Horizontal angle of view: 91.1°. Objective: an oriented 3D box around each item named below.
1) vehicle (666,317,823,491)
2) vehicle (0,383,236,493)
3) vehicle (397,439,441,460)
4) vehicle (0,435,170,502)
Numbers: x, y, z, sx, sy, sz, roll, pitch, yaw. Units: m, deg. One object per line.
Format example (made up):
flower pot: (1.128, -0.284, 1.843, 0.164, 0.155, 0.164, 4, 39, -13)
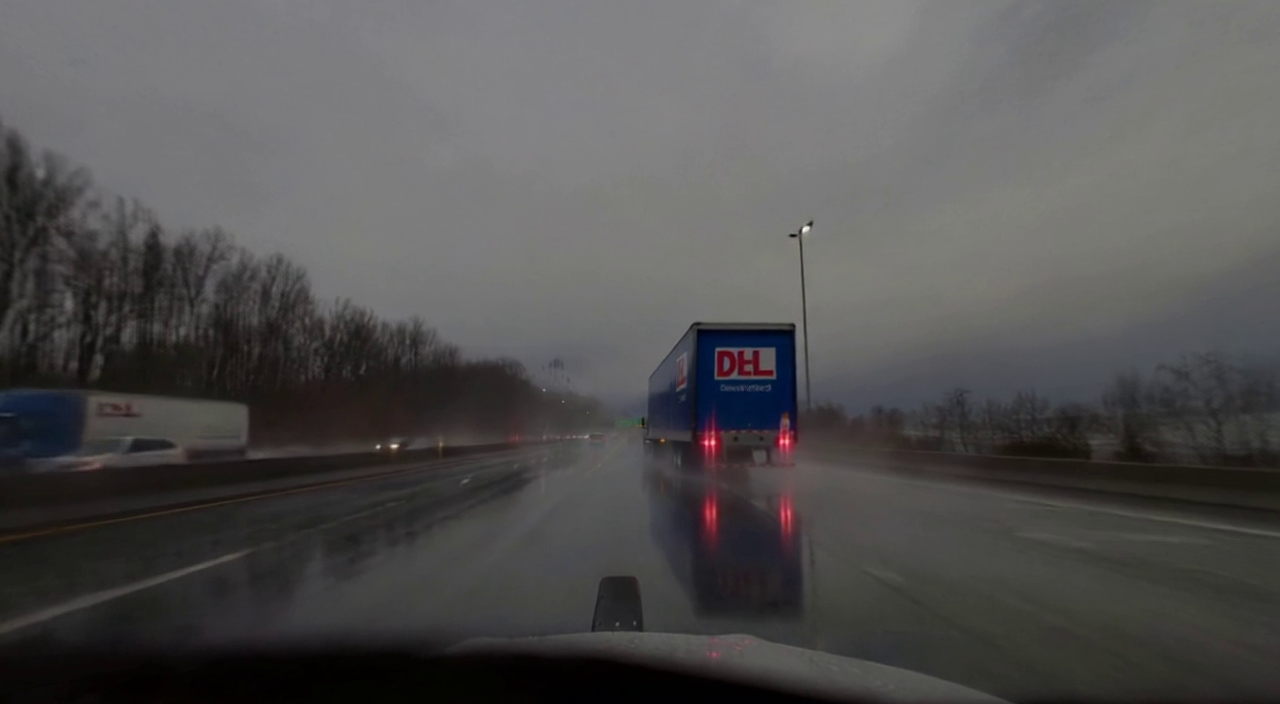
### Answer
vehicle: (2.696, 1.814, 19.662, 3.011, 4.211, 8.926, 0, -8, -2)
vehicle: (-23.053, 3.748, 27.642, 3.063, 3.783, 11.601, 0, -8, -1)
vehicle: (-16.976, 7.506, 48.560, 1.829, 1.490, 4.552, 0, -8, -1)
vehicle: (-16.367, 3.221, 18.049, 2.030, 1.655, 4.893, 0, -8, -1)
